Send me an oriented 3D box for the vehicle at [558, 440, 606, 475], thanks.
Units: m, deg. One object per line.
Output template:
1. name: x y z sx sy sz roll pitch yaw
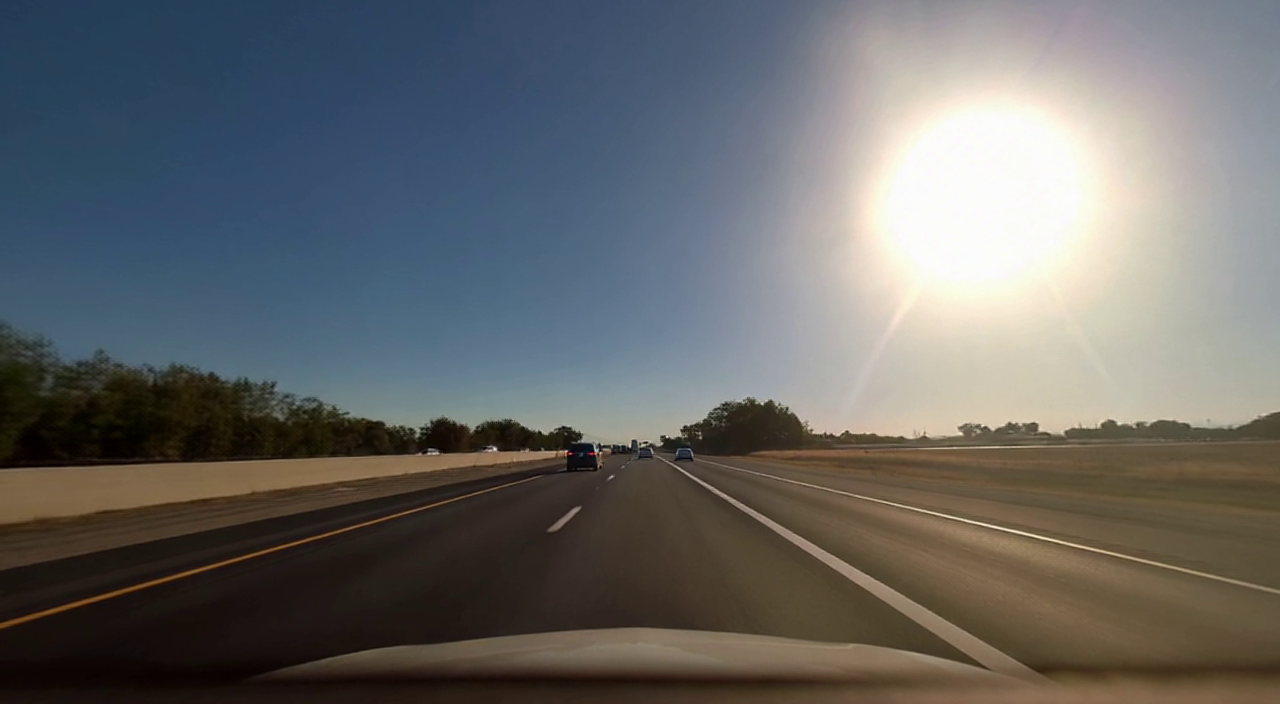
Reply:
1. vehicle: -3.019 5.564 33.513 2.070 1.707 4.309 0 -9 1
